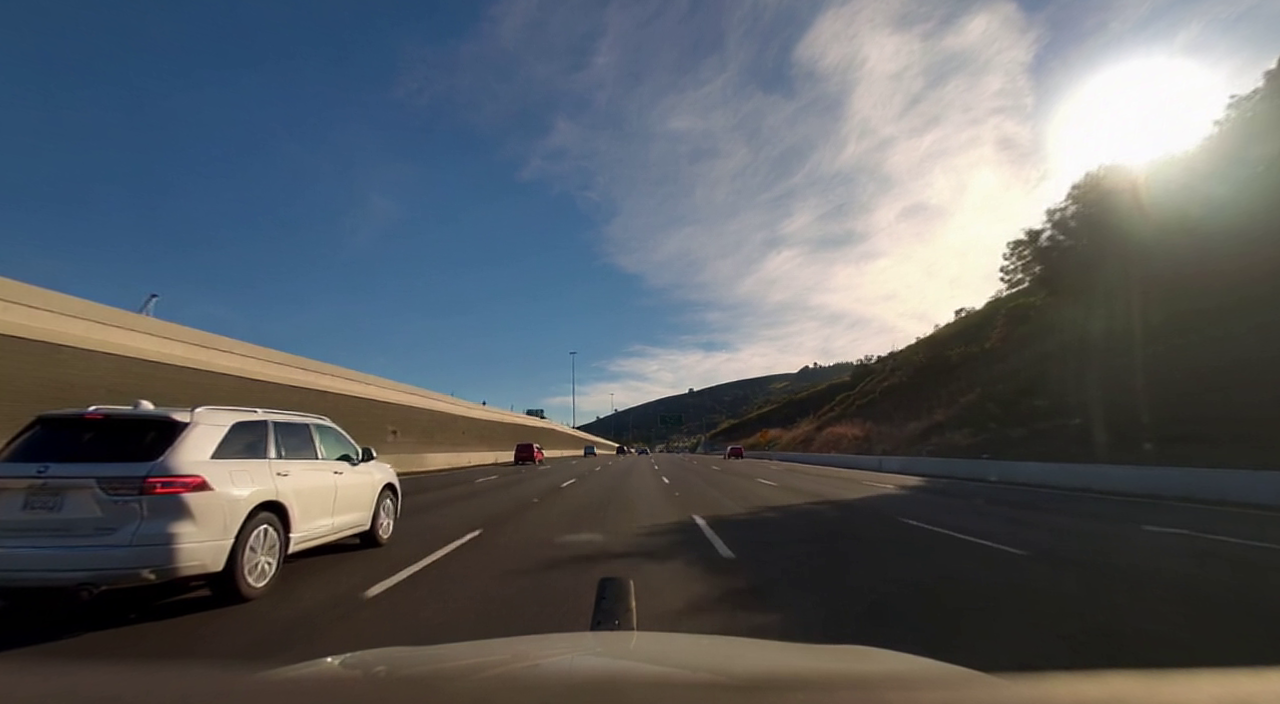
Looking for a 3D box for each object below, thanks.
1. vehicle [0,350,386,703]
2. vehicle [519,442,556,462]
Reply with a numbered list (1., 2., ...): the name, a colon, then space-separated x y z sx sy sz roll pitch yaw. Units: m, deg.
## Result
1. vehicle: -3.816 1.114 4.480 2.047 1.715 4.689 0 -9 0
2. vehicle: -7.983 7.845 49.566 2.054 1.474 4.450 0 -9 1
